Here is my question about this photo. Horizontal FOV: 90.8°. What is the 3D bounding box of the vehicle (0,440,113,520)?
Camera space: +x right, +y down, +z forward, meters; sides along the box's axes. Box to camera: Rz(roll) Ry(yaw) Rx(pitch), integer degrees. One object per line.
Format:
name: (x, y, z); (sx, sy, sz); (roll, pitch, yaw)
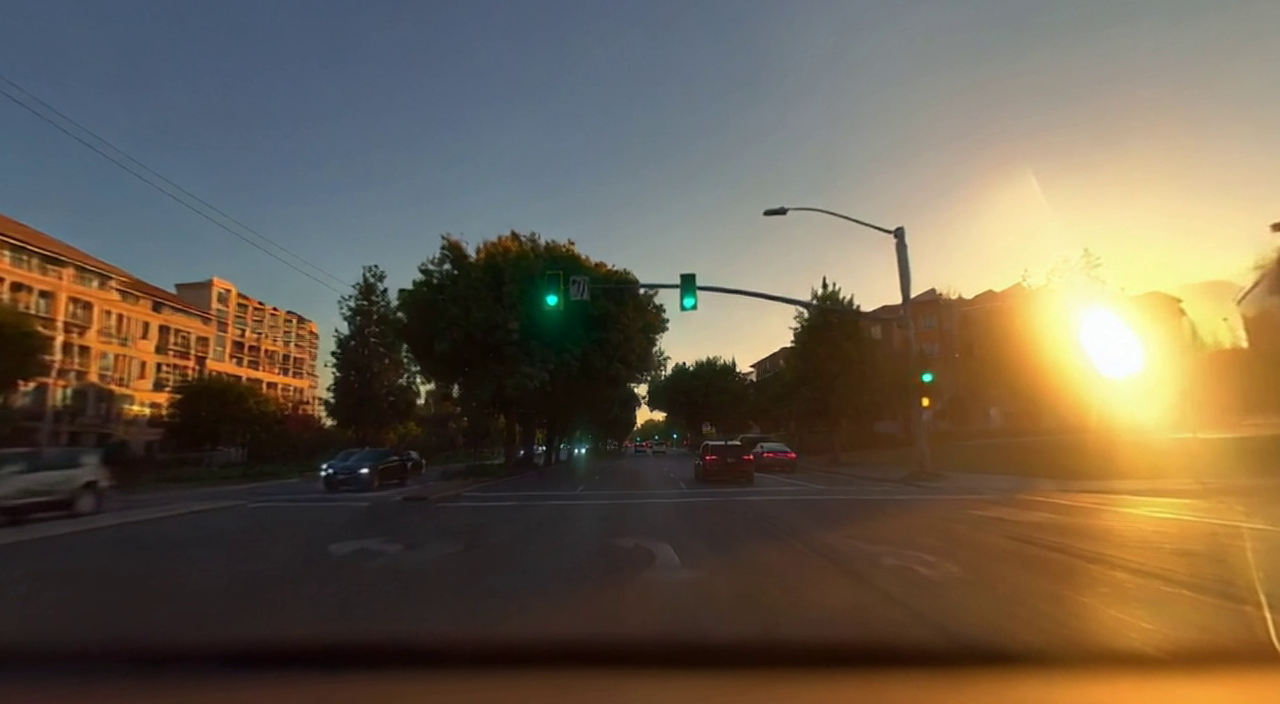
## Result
vehicle: (-15.440, 2.970, 14.871); (2.021, 1.786, 4.624); (0, -8, 0)

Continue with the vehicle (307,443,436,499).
vehicle: (-7.967, 3.536, 19.313); (1.963, 1.472, 4.584); (0, -8, -1)

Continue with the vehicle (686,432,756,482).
vehicle: (3.102, 4.120, 25.089); (2.069, 1.761, 4.610); (0, -8, -1)

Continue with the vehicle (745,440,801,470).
vehicle: (7.125, 5.571, 34.460); (2.007, 1.491, 4.815); (0, -8, 0)
